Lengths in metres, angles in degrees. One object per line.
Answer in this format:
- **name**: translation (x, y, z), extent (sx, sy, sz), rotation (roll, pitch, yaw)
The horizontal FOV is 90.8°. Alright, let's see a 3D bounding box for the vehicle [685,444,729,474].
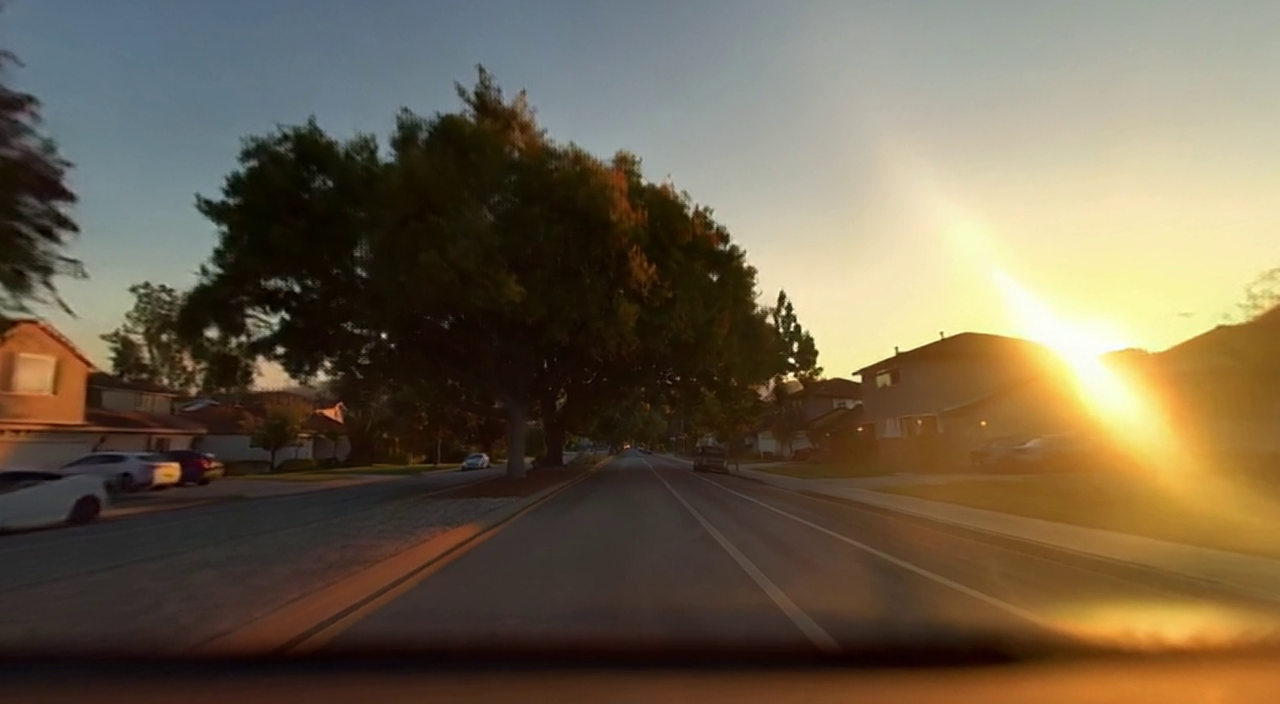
- **vehicle**: translation (3.973, 6.456, 38.381), extent (2.045, 1.677, 4.509), rotation (0, -8, -1)

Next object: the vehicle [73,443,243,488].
- **vehicle**: translation (-21.598, 5.088, 28.540), extent (5.705, 1.907, 2.142), rotation (0, -9, -4)

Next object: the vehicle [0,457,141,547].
- **vehicle**: translation (-12.879, 3.022, 12.834), extent (1.936, 1.504, 4.456), rotation (-2, -7, -2)

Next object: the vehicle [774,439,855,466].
- **vehicle**: translation (11.701, 6.752, 42.601), extent (4.860, 1.772, 2.007), rotation (1, -8, -4)

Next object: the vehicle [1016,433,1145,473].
- **vehicle**: translation (18.108, 4.166, 26.126), extent (3.858, 1.583, 1.931), rotation (0, -8, -2)
